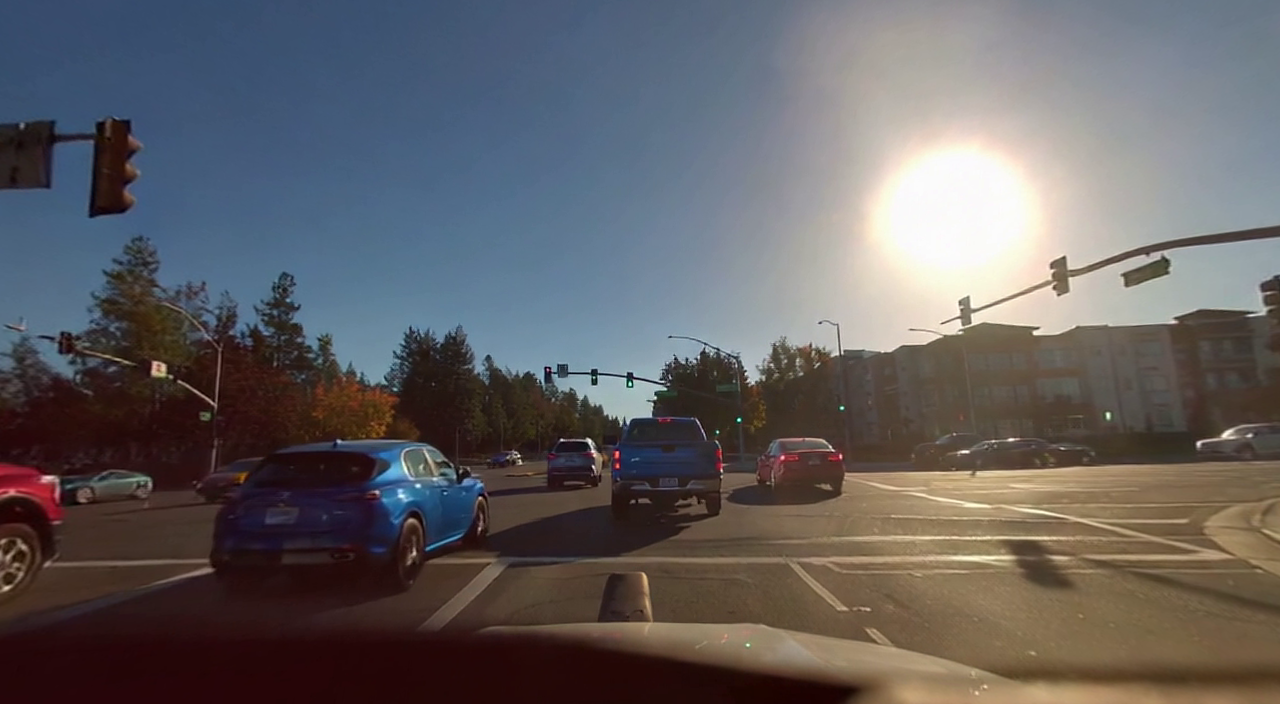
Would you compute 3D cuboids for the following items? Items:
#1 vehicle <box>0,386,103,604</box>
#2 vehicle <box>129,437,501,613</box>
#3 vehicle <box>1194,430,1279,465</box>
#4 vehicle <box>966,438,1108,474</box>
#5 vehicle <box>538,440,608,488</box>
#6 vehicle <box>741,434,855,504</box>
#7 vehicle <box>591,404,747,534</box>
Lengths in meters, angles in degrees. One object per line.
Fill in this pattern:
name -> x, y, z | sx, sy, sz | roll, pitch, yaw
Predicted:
vehicle -> -7.669, 1.126, 4.283 | 2.530, 2.141, 6.143 | 0, -8, 1
vehicle -> -3.314, 1.824, 7.783 | 1.998, 1.481, 4.656 | 0, -8, 2
vehicle -> 27.527, 4.198, 27.607 | 4.681, 1.458, 1.908 | 0, -8, -1
vehicle -> 16.658, 4.375, 26.599 | 4.809, 1.458, 1.842 | 0, -8, -3
vehicle -> -2.565, 4.446, 25.375 | 2.125, 1.739, 4.707 | 0, -8, 2
vehicle -> 4.117, 3.112, 17.242 | 1.984, 1.659, 4.226 | 0, -8, -1
vehicle -> 0.564, 2.237, 12.613 | 2.505, 2.084, 4.768 | 0, -8, 3
